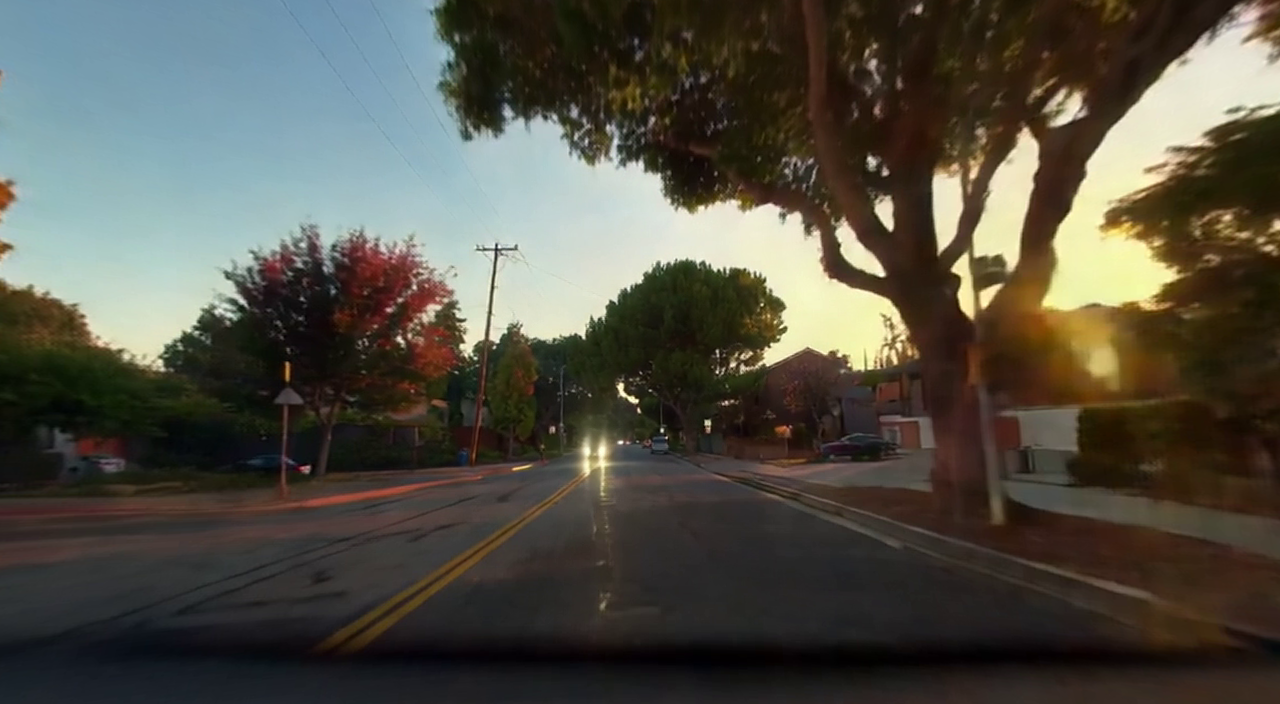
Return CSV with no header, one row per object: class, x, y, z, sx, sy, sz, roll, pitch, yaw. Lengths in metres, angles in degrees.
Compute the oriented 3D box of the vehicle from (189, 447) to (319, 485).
vehicle,-18.628,5.525,30.693,4.874,1.675,2.197,-1,-9,-1
